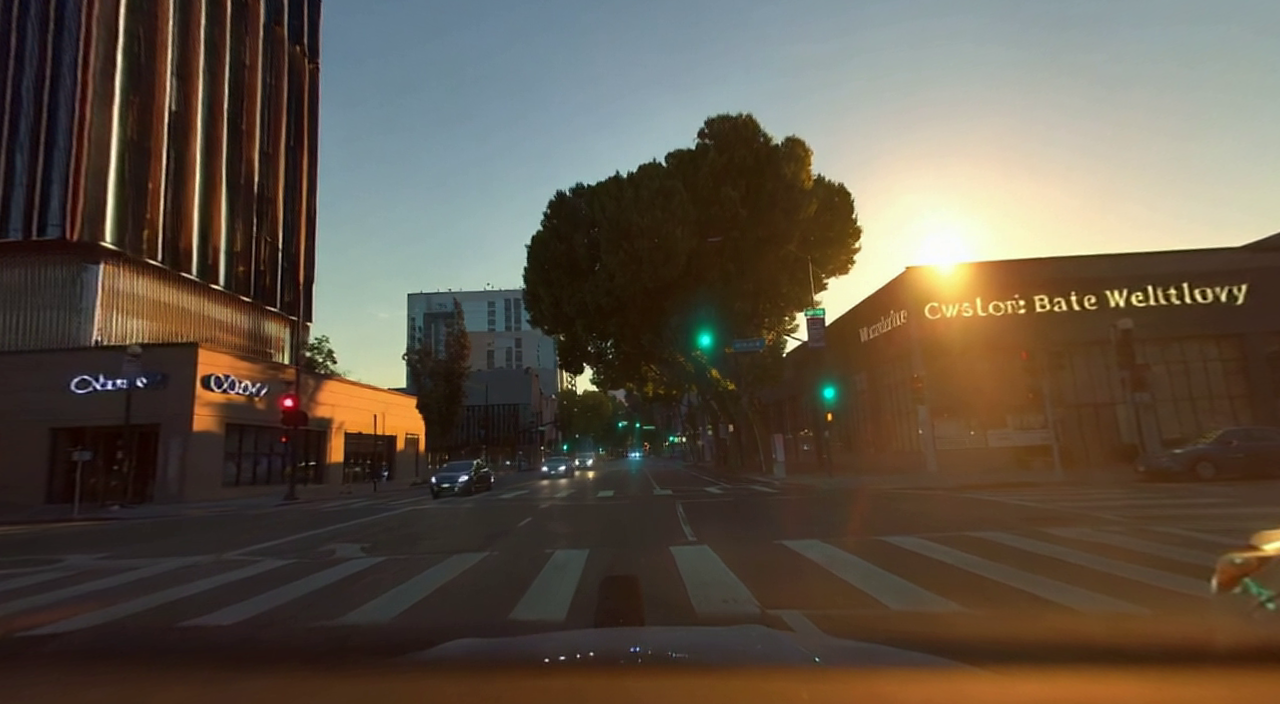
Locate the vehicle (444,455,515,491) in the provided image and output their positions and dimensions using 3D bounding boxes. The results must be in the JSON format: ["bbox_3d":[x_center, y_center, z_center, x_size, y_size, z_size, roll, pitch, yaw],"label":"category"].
[{"bbox_3d":[-7.155,5.419,28.565,1.893,1.451,4.276,-1,-9,3],"label":"vehicle"}]

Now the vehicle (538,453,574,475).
[{"bbox_3d":[-6.175,8.275,46.791,1.897,1.537,3.770,-1,-9,3],"label":"vehicle"}]
